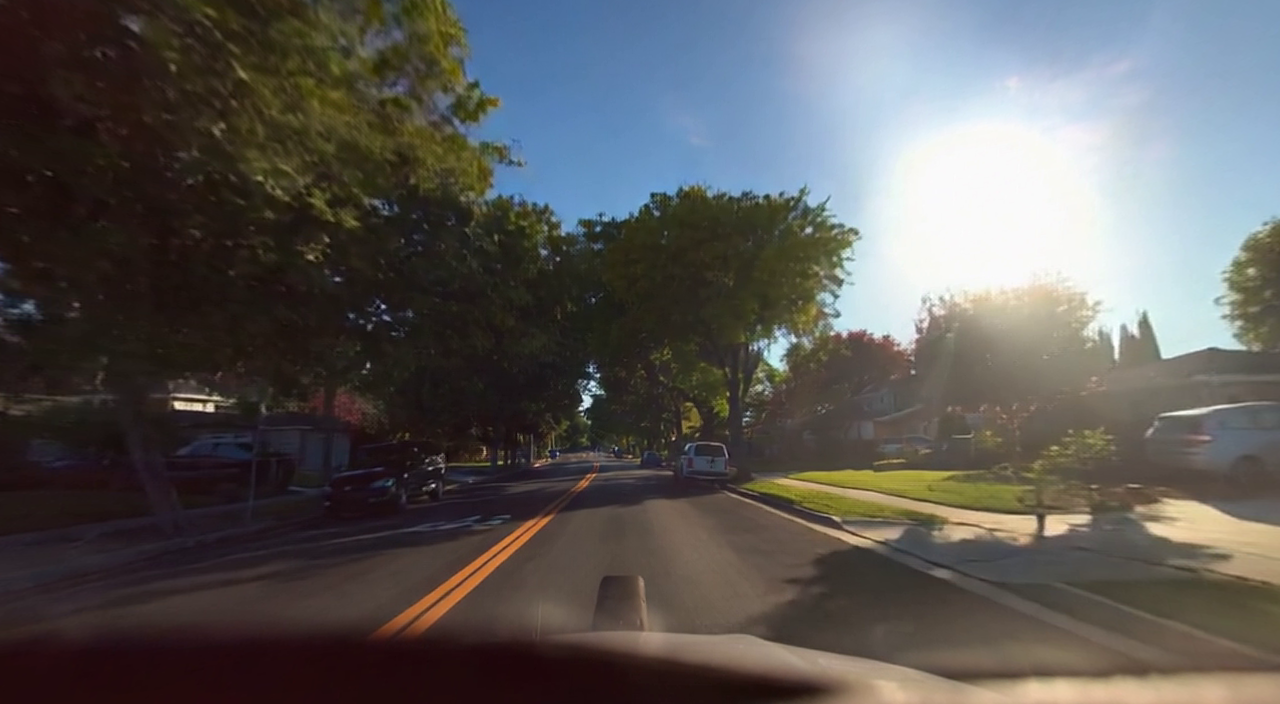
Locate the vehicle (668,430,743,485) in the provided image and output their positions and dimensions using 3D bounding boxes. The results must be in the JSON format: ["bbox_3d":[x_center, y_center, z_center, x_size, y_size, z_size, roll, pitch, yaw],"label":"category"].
[{"bbox_3d":[2.169,3.643,22.135,2.007,1.702,4.430,0,-8,-2],"label":"vehicle"}]

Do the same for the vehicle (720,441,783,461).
[{"bbox_3d":[8.719,7.762,49.715,4.472,1.481,2.143,0,-9,-3],"label":"vehicle"}]

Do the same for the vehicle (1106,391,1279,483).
[{"bbox_3d":[13.512,1.861,13.814,4.938,1.830,2.024,0,-9,1],"label":"vehicle"}]

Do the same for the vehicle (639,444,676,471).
[{"bbox_3d":[1.064,6.870,41.349,1.988,1.618,4.567,0,-8,-4],"label":"vehicle"}]

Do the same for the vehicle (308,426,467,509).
[{"bbox_3d":[-6.403,3.053,16.961,2.102,1.801,5.574,-1,-10,-2],"label":"vehicle"}]

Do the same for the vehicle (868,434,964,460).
[{"bbox_3d":[15.657,5.394,35.987,4.560,1.350,1.882,-1,-8,2],"label":"vehicle"}]
